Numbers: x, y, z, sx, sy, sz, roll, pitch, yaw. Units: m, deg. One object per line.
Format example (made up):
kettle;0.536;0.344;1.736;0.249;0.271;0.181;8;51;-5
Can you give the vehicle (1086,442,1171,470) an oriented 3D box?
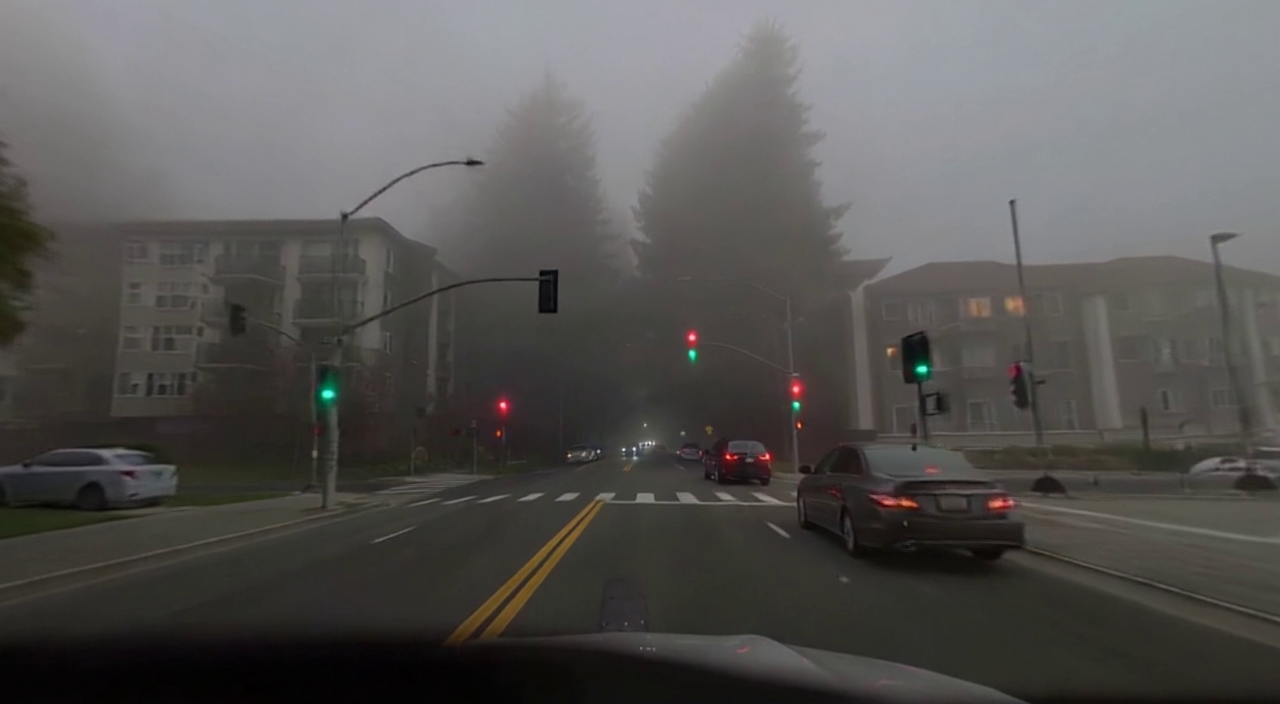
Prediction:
vehicle;28.732;6.121;37.223;1.698;1.477;3.735;-2;-9;-6

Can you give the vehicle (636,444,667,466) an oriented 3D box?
vehicle;0.776;7.352;45.092;2.097;1.463;4.043;0;-8;0

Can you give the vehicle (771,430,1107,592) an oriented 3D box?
vehicle;3.294;1.839;8.308;2.078;1.488;4.741;0;-8;0

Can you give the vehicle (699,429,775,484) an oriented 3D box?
vehicle;3.564;3.960;24.045;2.199;1.872;4.513;0;-8;0

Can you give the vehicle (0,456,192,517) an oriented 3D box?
vehicle;-15.355;3.624;17.244;4.727;1.483;2.002;-1;-8;4
